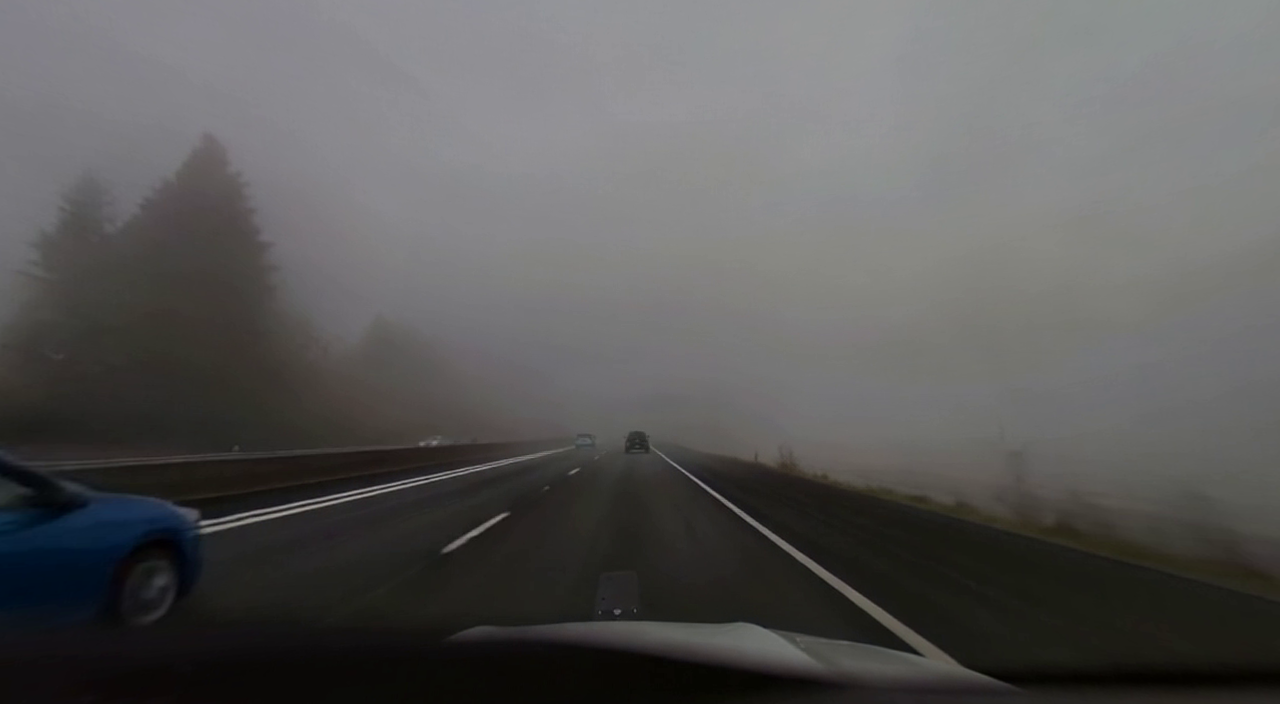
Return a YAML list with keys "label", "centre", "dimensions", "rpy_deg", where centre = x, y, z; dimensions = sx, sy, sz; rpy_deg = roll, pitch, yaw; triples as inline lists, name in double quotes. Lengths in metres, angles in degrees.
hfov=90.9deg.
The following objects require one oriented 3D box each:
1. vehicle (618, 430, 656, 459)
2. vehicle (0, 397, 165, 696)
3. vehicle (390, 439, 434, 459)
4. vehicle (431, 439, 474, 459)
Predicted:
- label: "vehicle"
  centre: [-0.194, 5.594, 38.404]
  dimensions: [2.134, 1.654, 4.174]
  rpy_deg: [0, -8, -1]
- label: "vehicle"
  centre: [-4.228, 0.841, 2.168]
  dimensions: [2.030, 1.491, 4.046]
  rpy_deg: [0, -8, -1]
- label: "vehicle"
  centre: [-17.372, 7.347, 48.101]
  dimensions: [1.756, 1.441, 4.091]
  rpy_deg: [0, -8, 1]
- label: "vehicle"
  centre: [-13.801, 7.125, 46.587]
  dimensions: [1.932, 1.420, 3.930]
  rpy_deg: [0, -8, 1]
